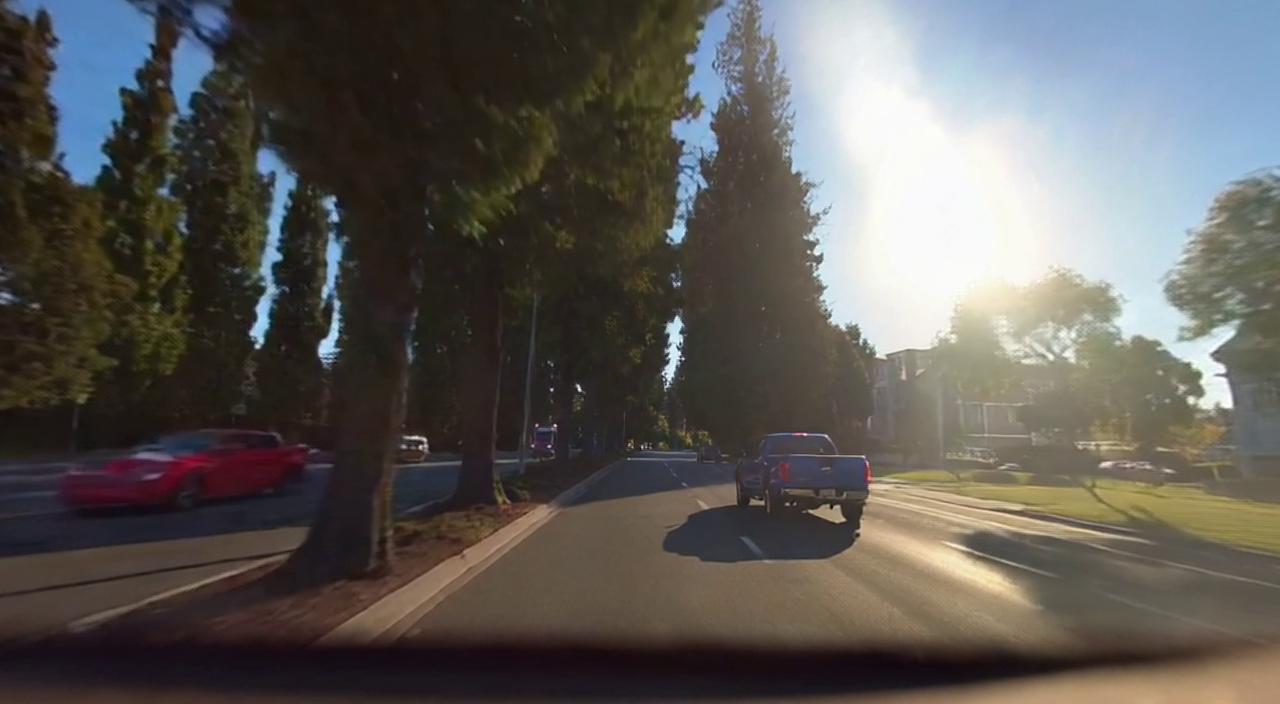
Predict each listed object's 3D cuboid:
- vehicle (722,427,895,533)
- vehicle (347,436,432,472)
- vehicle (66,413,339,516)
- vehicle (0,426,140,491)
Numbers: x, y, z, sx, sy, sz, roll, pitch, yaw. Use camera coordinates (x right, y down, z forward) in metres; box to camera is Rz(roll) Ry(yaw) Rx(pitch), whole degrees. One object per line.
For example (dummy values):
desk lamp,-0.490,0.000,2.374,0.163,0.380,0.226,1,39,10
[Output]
vehicle,3.050,2.436,12.635,2.108,1.712,4.616,0,-8,-1
vehicle,-10.959,4.476,27.989,1.892,1.471,4.532,0,-8,0
vehicle,-8.099,2.143,12.410,2.121,1.639,4.525,0,-8,0
vehicle,-15.534,2.679,16.015,1.870,1.472,4.410,0,-8,3
